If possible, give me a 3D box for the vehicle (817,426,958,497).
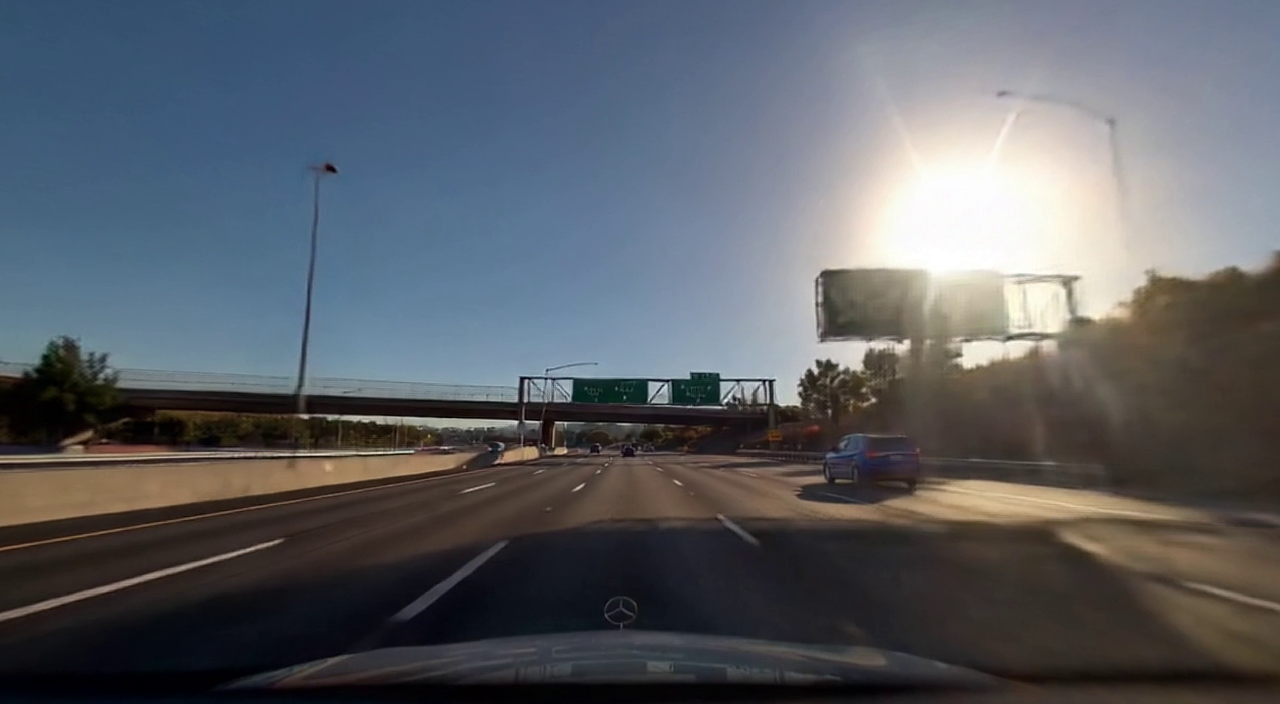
[{"bbox_3d":[6.716,3.023,17.726,2.091,1.711,4.383,0,-9,-1],"label":"vehicle"}]
